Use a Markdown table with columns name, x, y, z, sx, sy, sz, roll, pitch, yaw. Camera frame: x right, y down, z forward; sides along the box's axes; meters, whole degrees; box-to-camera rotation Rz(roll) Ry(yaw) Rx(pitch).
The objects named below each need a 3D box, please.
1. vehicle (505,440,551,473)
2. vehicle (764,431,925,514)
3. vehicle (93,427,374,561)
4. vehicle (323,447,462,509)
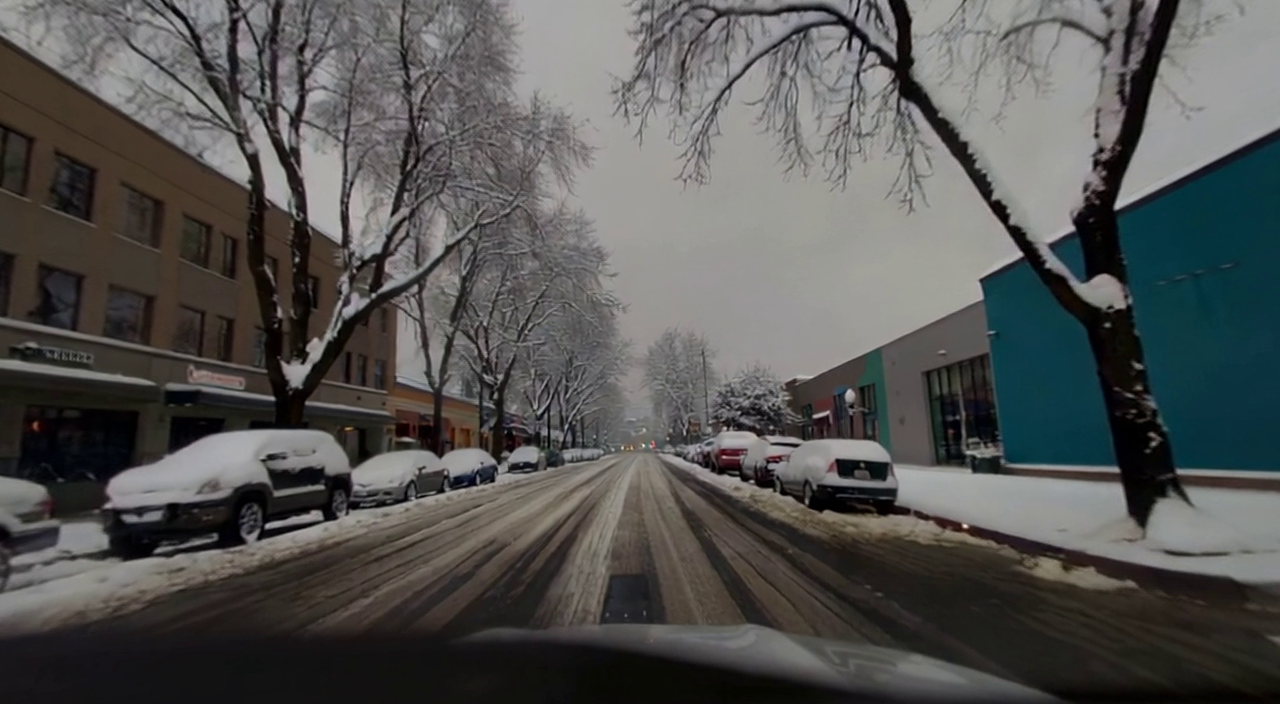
| name | x | y | z | sx | sy | sz | roll | pitch | yaw |
| --- | --- | --- | --- | --- | --- | --- | --- | --- | --- |
| vehicle | -6.735 | 6.349 | 38.288 | 1.996 | 1.770 | 5.518 | -1 | -10 | -2 |
| vehicle | 4.261 | 2.600 | 14.126 | 1.973 | 1.494 | 4.867 | 0 | -9 | 0 |
| vehicle | -7.022 | 2.406 | 11.769 | 2.238 | 1.891 | 4.780 | -1 | -7 | -3 |
| vehicle | -7.023 | 3.590 | 18.565 | 2.001 | 1.502 | 4.851 | -1 | -8 | 2 |
